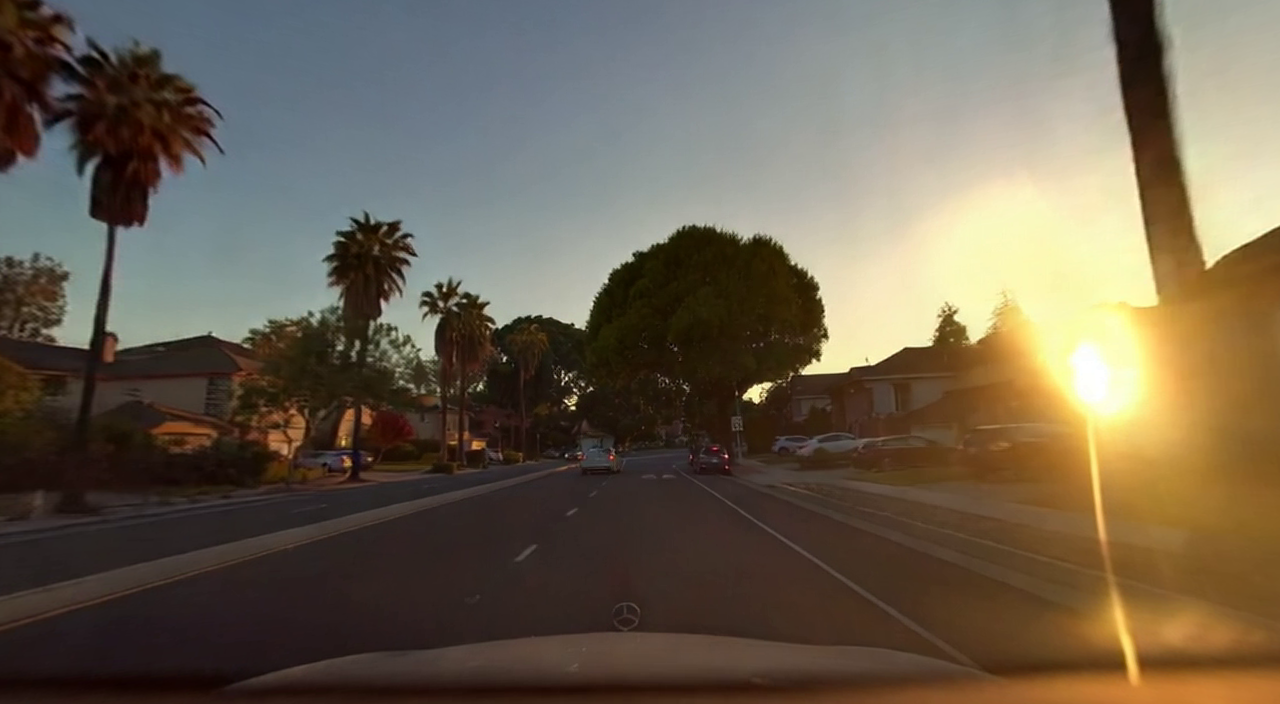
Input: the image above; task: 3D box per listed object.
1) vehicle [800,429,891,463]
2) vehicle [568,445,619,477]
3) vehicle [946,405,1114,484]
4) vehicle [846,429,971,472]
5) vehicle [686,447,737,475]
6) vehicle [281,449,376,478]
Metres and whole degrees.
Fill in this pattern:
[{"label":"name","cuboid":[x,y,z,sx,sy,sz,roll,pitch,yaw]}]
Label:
[{"label":"vehicle","cuboid":[12.180,5.621,37.689,4.710,1.731,1.972,-4,-10,7]},{"label":"vehicle","cuboid":[-2.241,5.389,31.597,2.035,1.474,4.284,0,-9,3]},{"label":"vehicle","cuboid":[11.236,2.627,18.145,4.531,1.864,2.037,1,-10,-32]},{"label":"vehicle","cuboid":[11.524,4.254,27.330,4.454,1.499,1.821,-3,-9,-2]},{"label":"vehicle","cuboid":[3.891,6.023,35.233,2.025,1.456,4.865,1,-9,-3]},{"label":"vehicle","cuboid":[-19.757,7.046,40.171,4.992,1.779,1.928,0,-9,3]}]
